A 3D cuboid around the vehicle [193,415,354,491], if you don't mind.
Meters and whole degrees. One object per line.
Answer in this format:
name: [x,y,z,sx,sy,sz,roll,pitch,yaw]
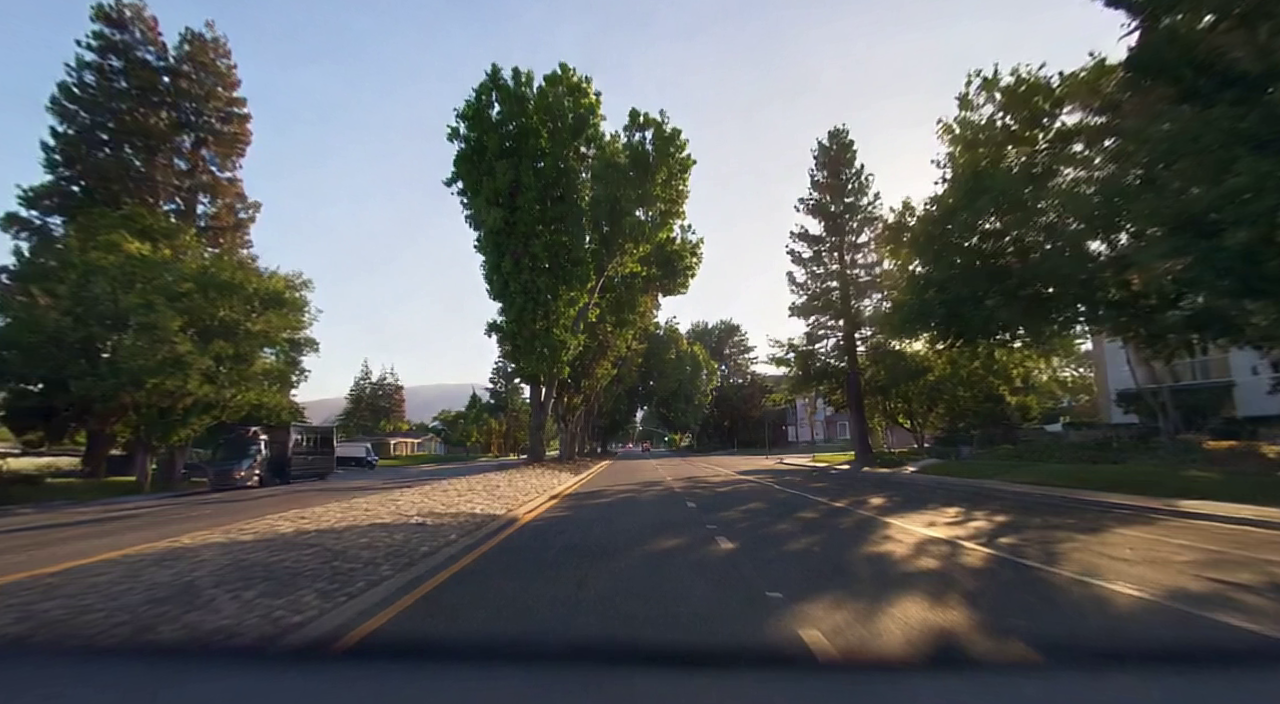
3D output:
vehicle: [-19.499,5.503,34.726,2.866,3.528,9.798,0,-9,0]
